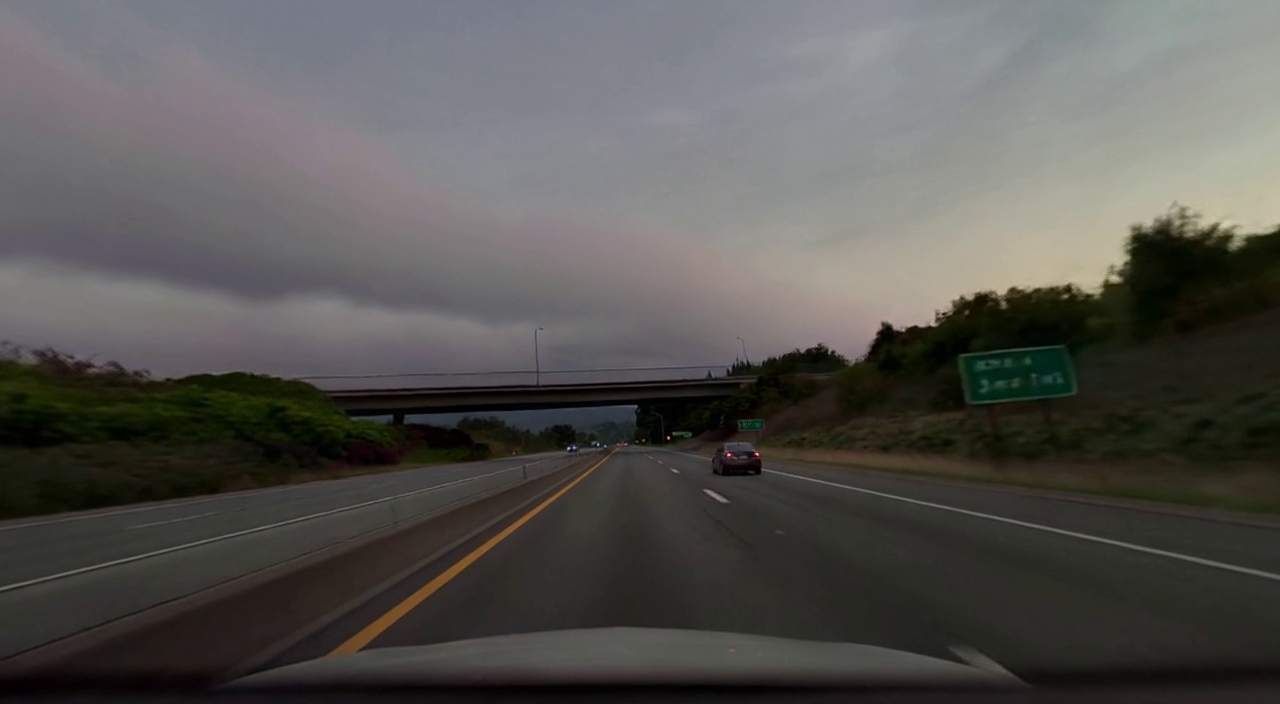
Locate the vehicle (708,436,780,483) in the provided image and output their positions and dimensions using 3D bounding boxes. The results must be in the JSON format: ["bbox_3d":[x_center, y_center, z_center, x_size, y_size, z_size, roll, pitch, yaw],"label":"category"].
[{"bbox_3d":[3.512,3.694,21.904,1.781,1.470,3.540,0,-8,-1],"label":"vehicle"}]
